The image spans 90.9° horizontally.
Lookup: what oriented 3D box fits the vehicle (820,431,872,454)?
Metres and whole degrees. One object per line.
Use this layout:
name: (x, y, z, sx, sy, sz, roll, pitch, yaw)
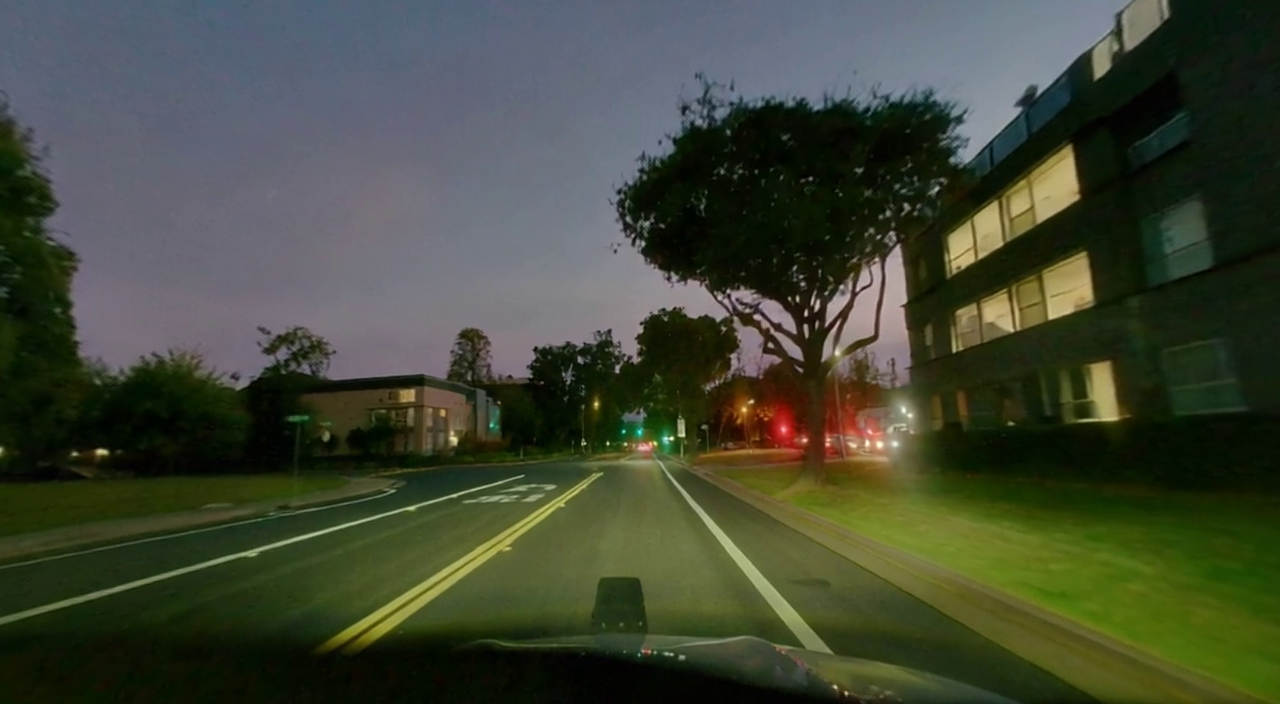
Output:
vehicle: (13.752, 6.102, 42.380, 1.927, 1.464, 4.644, 0, -8, 0)
